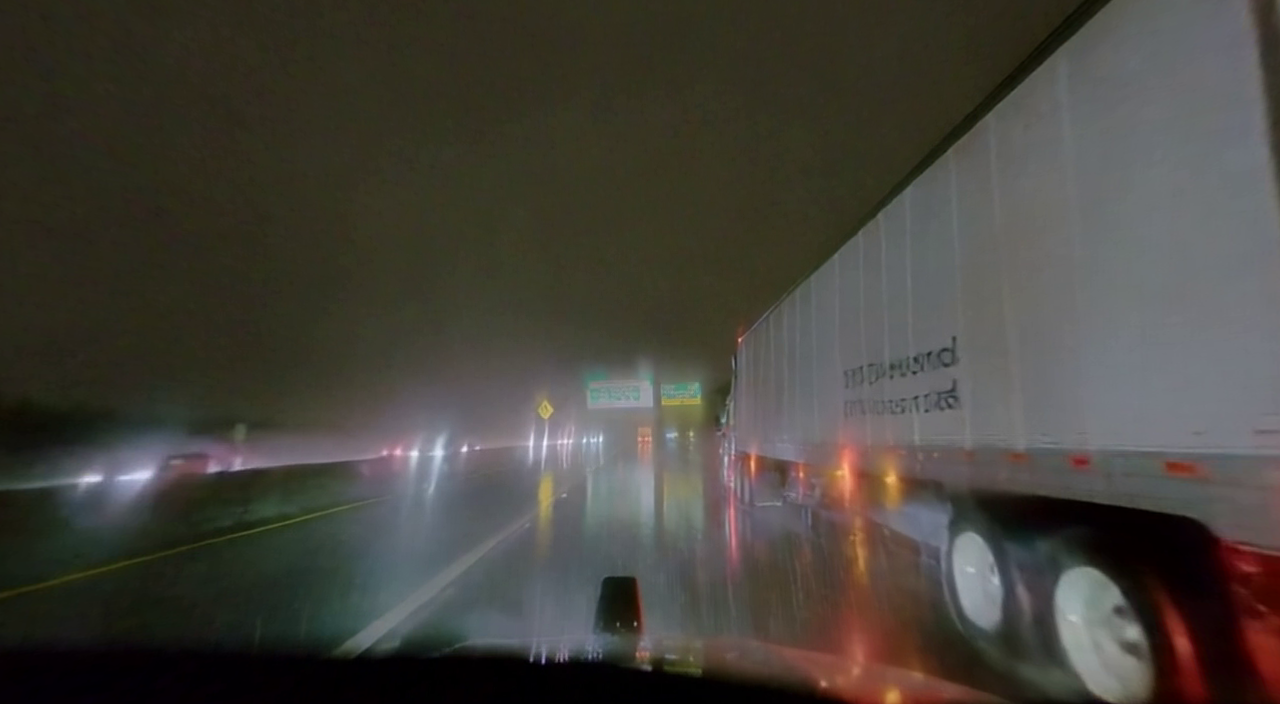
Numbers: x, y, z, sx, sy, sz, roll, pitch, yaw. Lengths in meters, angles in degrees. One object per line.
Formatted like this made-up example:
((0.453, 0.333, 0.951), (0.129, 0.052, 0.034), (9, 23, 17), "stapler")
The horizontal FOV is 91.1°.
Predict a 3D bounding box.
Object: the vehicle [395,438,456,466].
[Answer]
((-12.281, 5.714, 36.292), (1.961, 1.509, 4.492), (0, -8, 0), "vehicle")

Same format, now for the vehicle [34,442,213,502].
((-15.168, 3.487, 18.813), (1.900, 1.538, 4.026), (0, -8, 0), "vehicle")
